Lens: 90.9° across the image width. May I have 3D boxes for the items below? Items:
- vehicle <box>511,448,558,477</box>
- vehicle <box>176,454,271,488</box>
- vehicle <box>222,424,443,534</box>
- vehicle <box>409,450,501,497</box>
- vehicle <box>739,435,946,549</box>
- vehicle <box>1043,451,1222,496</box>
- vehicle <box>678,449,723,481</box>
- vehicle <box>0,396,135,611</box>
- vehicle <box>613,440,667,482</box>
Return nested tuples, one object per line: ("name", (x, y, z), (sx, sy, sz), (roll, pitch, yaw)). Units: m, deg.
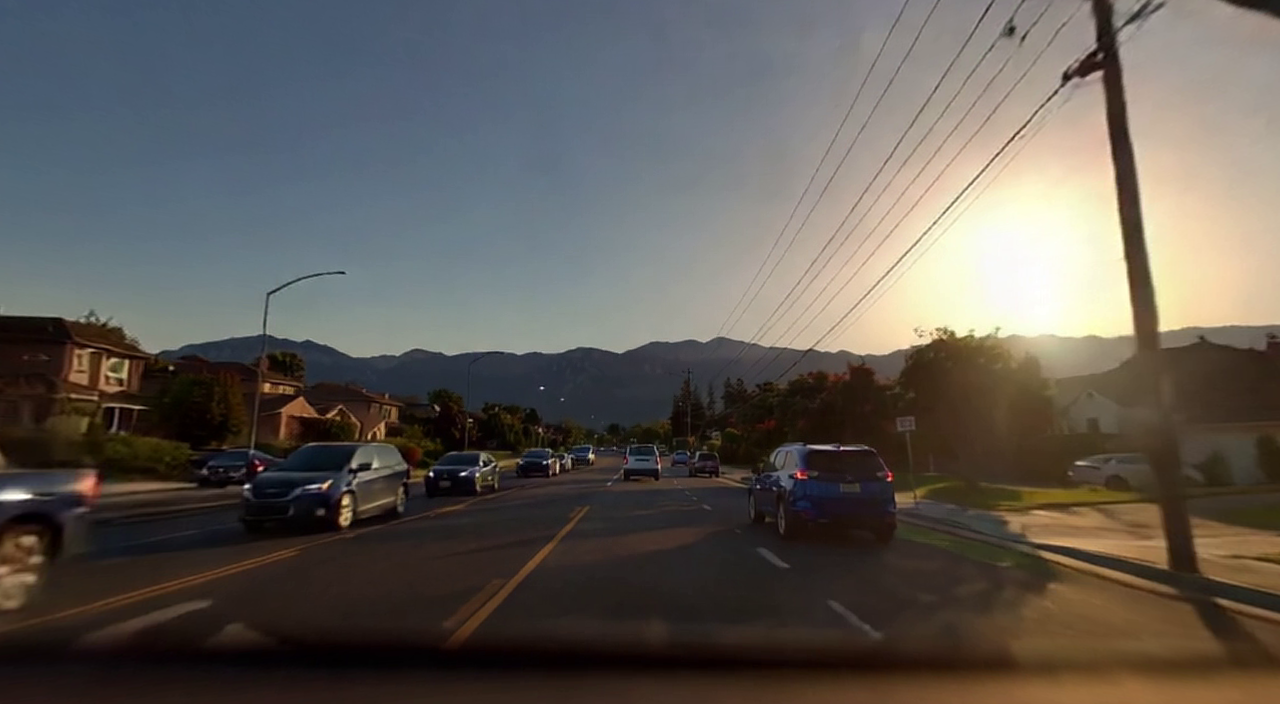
("vehicle", (-6.443, 6.791, 38.988), (2.095, 1.695, 4.431), (0, -9, 0))
("vehicle", (-20.245, 5.774, 30.877), (1.763, 1.459, 4.315), (1, -9, -1))
("vehicle", (-6.190, 2.613, 13.700), (1.993, 1.884, 5.481), (0, -9, 0))
("vehicle", (-6.383, 4.227, 22.373), (1.891, 1.479, 4.624), (0, -9, 0))
("vehicle", (3.370, 2.429, 11.725), (2.155, 1.658, 4.721), (0, -9, -2))
("vehicle", (17.282, 4.277, 22.312), (4.656, 1.461, 1.955), (0, -9, 0))
("vehicle", (3.303, 6.232, 35.148), (1.957, 1.646, 4.355), (0, -9, -1))
("vehicle", (-6.385, 1.154, 4.474), (1.983, 1.801, 4.391), (0, -9, -1))
("vehicle", (-0.034, 5.667, 33.205), (2.636, 2.011, 5.130), (0, -9, -1))
